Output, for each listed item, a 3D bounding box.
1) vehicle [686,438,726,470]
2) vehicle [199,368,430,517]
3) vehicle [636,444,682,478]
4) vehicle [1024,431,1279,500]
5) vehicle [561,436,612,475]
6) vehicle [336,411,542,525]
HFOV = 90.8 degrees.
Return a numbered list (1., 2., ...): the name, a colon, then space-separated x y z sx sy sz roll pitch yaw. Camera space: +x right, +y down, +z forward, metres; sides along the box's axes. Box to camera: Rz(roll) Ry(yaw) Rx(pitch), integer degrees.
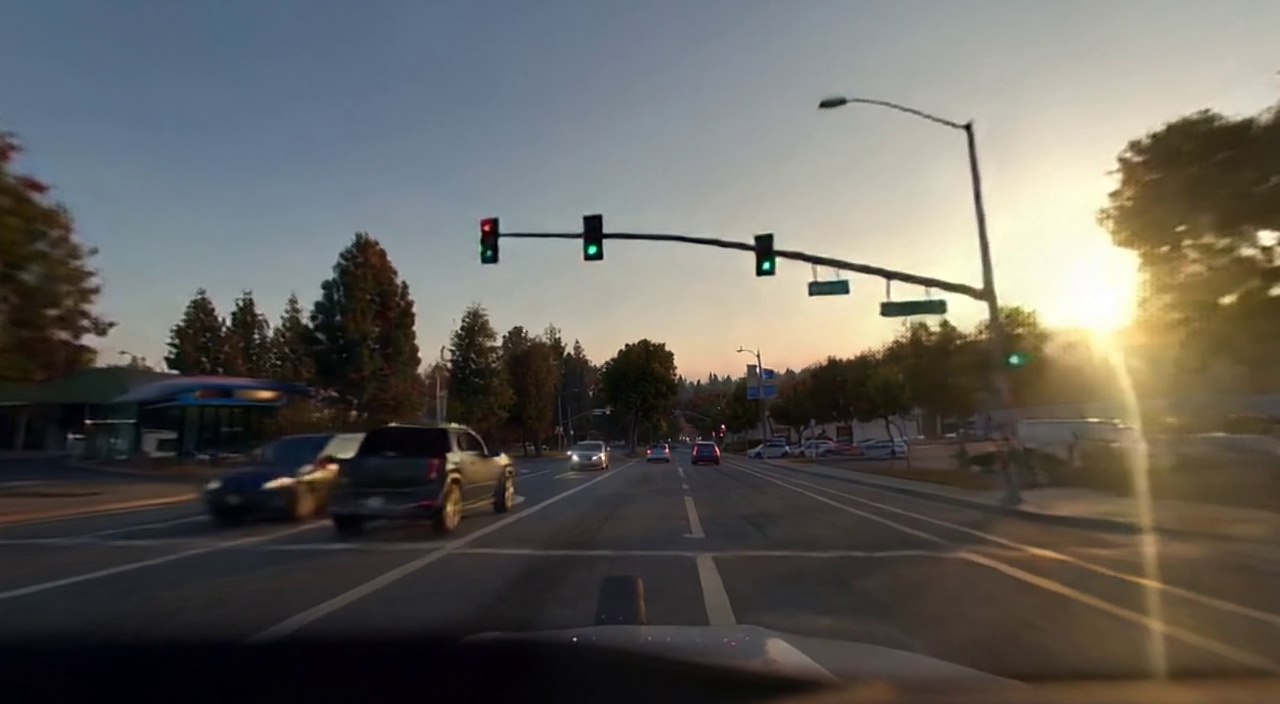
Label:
1. vehicle: 3.802 5.963 37.122 2.046 1.768 4.370 0 -9 2
2. vehicle: -7.458 2.222 15.542 2.251 2.944 5.835 -1 -9 3
3. vehicle: 0.812 4.864 28.471 1.917 1.418 3.987 0 -9 0
4. vehicle: 18.349 3.801 22.881 2.618 1.565 11.353 -3 -6 4
5. vehicle: -2.606 5.219 32.045 2.092 1.779 4.468 0 -9 1
6. vehicle: -3.853 2.390 13.612 2.298 1.905 5.777 -1 -9 3
